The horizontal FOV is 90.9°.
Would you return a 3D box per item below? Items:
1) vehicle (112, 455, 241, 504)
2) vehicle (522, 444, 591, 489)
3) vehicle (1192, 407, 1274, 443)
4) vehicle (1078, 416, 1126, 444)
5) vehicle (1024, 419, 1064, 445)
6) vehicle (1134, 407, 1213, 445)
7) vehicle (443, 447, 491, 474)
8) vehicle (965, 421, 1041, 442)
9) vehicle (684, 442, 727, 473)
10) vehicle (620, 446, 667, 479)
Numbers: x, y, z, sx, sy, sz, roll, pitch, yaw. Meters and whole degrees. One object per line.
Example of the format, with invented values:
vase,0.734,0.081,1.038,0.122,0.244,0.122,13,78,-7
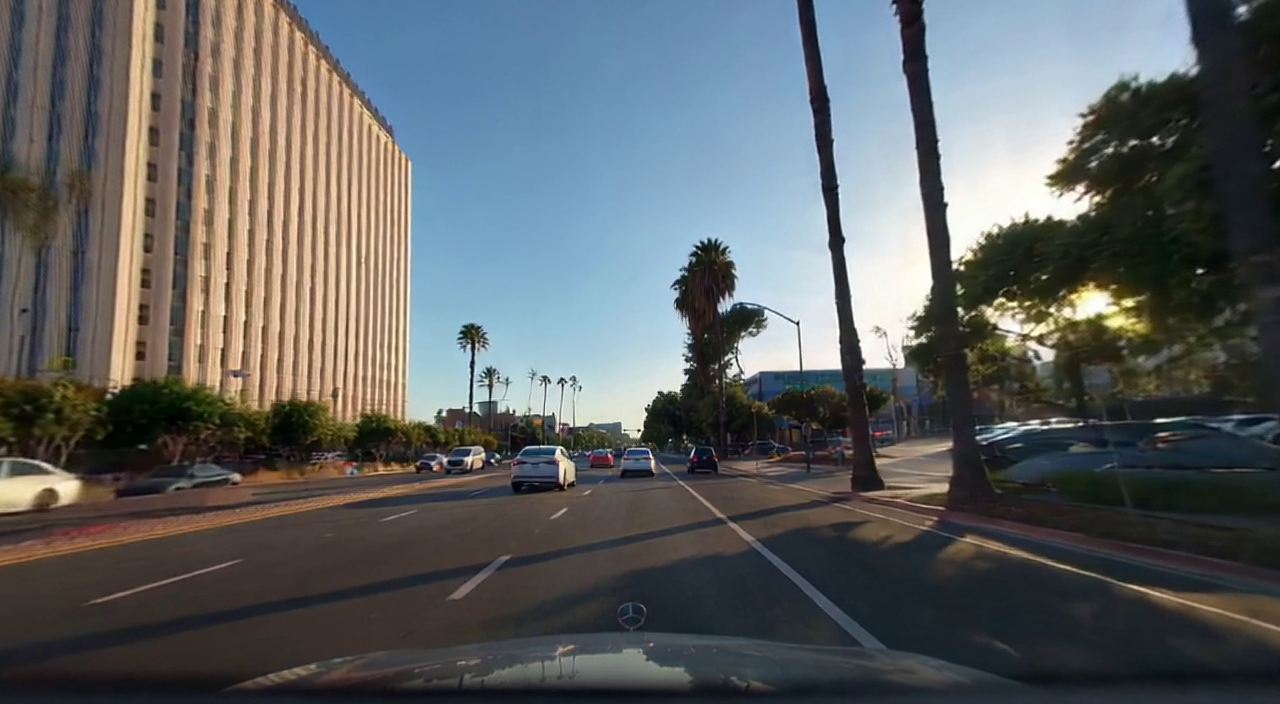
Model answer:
vehicle,-17.393,4.763,23.911,1.831,1.611,3.912,0,-9,0
vehicle,-3.015,4.237,23.678,1.908,1.505,4.369,0,-9,1
vehicle,30.379,3.812,32.420,1.955,1.709,4.014,-5,-10,28
vehicle,27.694,4.733,37.879,1.781,1.592,3.879,-5,-10,29
vehicle,24.405,4.894,38.099,1.815,1.441,3.985,-7,-11,32
vehicle,27.572,3.910,32.780,2.102,1.779,4.903,-5,-10,29
vehicle,-11.442,7.200,41.986,1.886,1.706,4.209,0,-9,1
vehicle,27.831,6.172,48.483,1.663,1.499,4.774,5,-10,-32
vehicle,4.011,6.571,39.452,2.108,1.785,4.334,0,-9,-1
vehicle,0.154,5.336,30.693,2.147,1.507,3.953,0,-9,0
